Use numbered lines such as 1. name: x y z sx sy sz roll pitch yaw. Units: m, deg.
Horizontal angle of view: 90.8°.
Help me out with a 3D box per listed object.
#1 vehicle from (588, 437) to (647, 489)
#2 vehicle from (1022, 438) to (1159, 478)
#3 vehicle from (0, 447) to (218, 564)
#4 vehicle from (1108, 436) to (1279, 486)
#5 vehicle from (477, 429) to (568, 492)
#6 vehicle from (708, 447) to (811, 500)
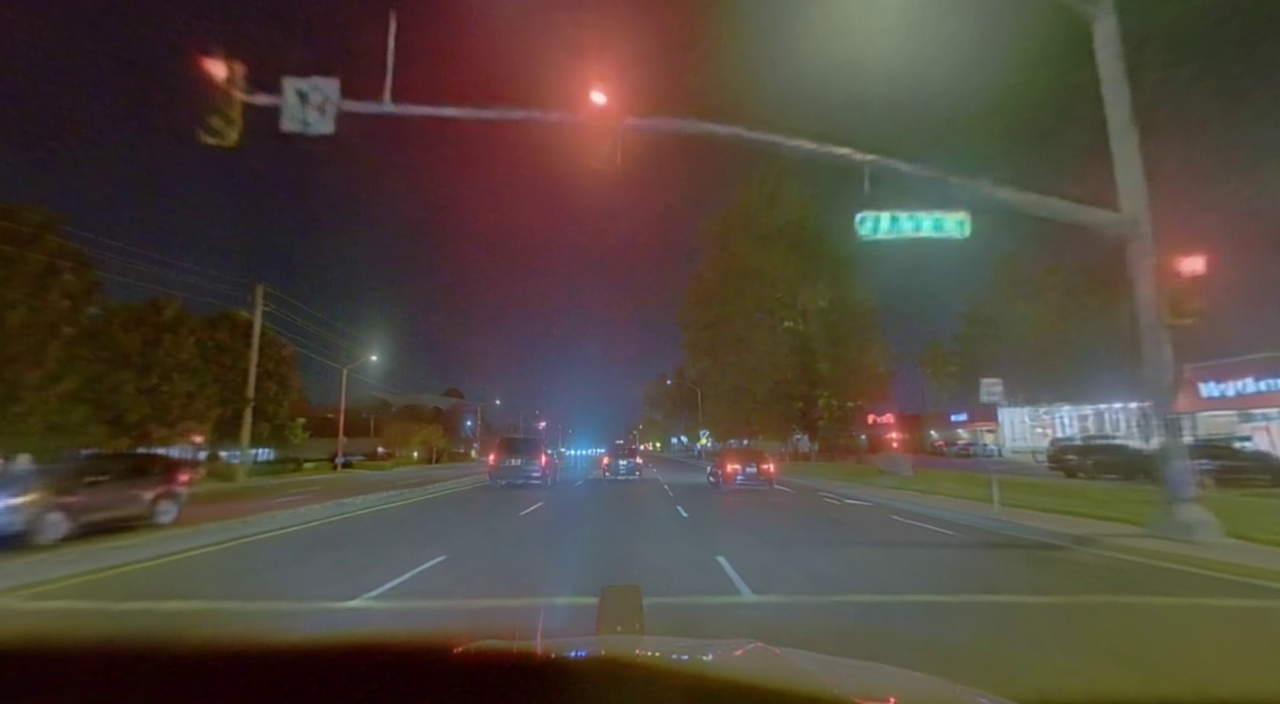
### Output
1. vehicle: -0.804 4.196 24.206 2.061 1.809 4.141 0 -8 0
2. vehicle: 18.528 4.357 26.129 4.107 1.540 1.994 0 -9 -1
3. vehicle: -9.190 2.328 10.176 1.867 1.427 4.371 -3 -8 -1
4. vehicle: 18.395 3.586 20.926 4.216 1.562 1.946 0 -9 -2
5. vehicle: -4.113 3.920 23.241 2.252 1.999 5.605 0 -8 0
6. vehicle: 3.593 3.729 19.916 2.207 1.447 4.418 0 -9 -2
